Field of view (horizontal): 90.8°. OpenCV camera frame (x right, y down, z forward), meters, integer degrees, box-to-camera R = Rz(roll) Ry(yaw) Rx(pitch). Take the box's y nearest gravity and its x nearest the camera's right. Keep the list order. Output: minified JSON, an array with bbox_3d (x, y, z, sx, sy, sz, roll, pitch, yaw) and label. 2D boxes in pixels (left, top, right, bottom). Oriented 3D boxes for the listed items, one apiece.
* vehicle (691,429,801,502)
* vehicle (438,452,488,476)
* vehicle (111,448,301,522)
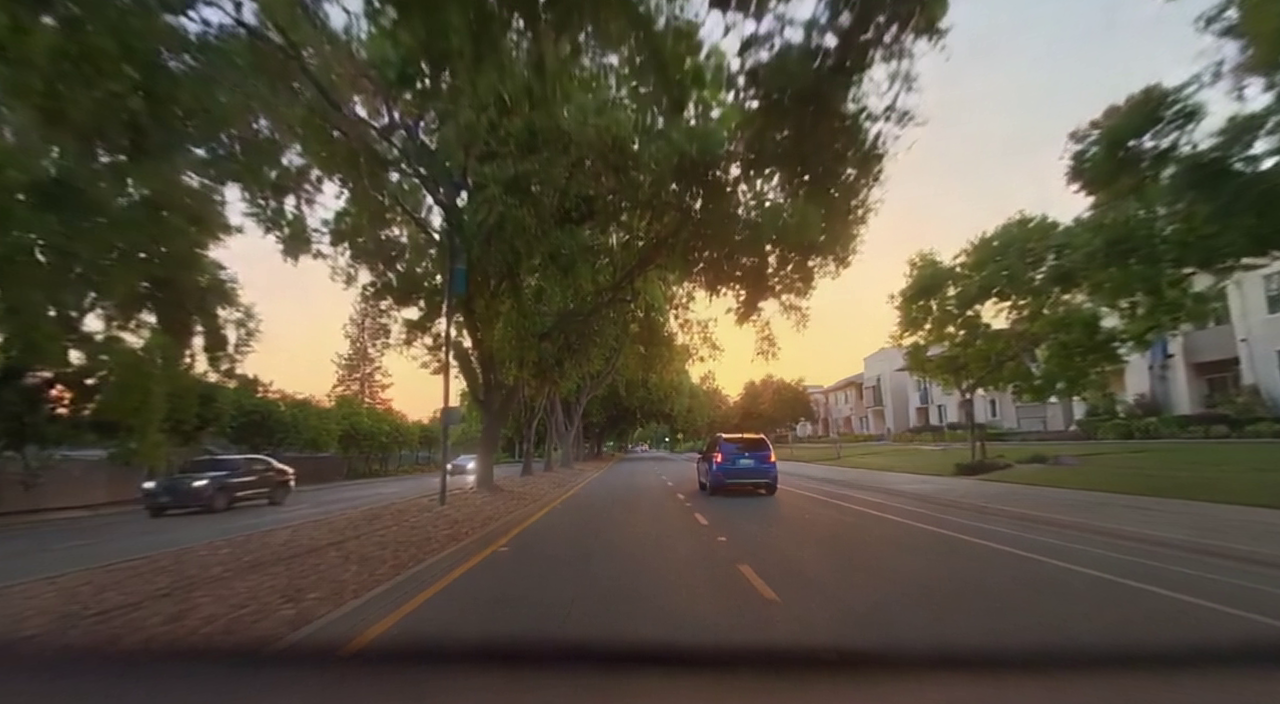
[{"bbox_3d":[2.709,3.036,17.298,2.164,1.725,4.285,0,-9,-1],"label":"vehicle"},{"bbox_3d":[-11.704,7.441,42.163,1.968,1.476,4.631,0,-9,1],"label":"vehicle"},{"bbox_3d":[-11.545,3.504,17.295,2.003,1.733,4.392,0,-9,1],"label":"vehicle"}]
